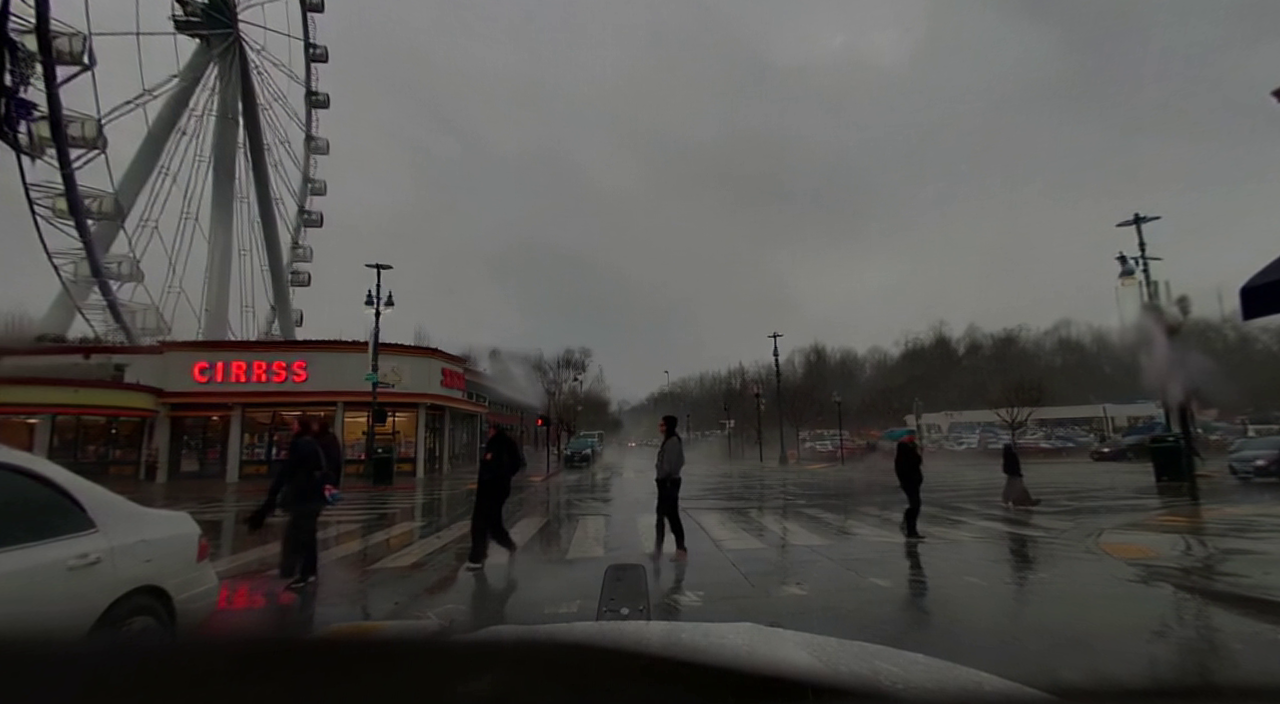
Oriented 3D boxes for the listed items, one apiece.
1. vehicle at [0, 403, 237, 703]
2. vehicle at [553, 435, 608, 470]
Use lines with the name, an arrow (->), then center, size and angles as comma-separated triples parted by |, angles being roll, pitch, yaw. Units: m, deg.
vehicle -> -3.369, 0.785, 1.186 | 1.940, 1.505, 4.676 | -1, -9, 3
vehicle -> -3.900, 6.383, 40.252 | 2.549, 2.000, 5.699 | 2, -9, -15
